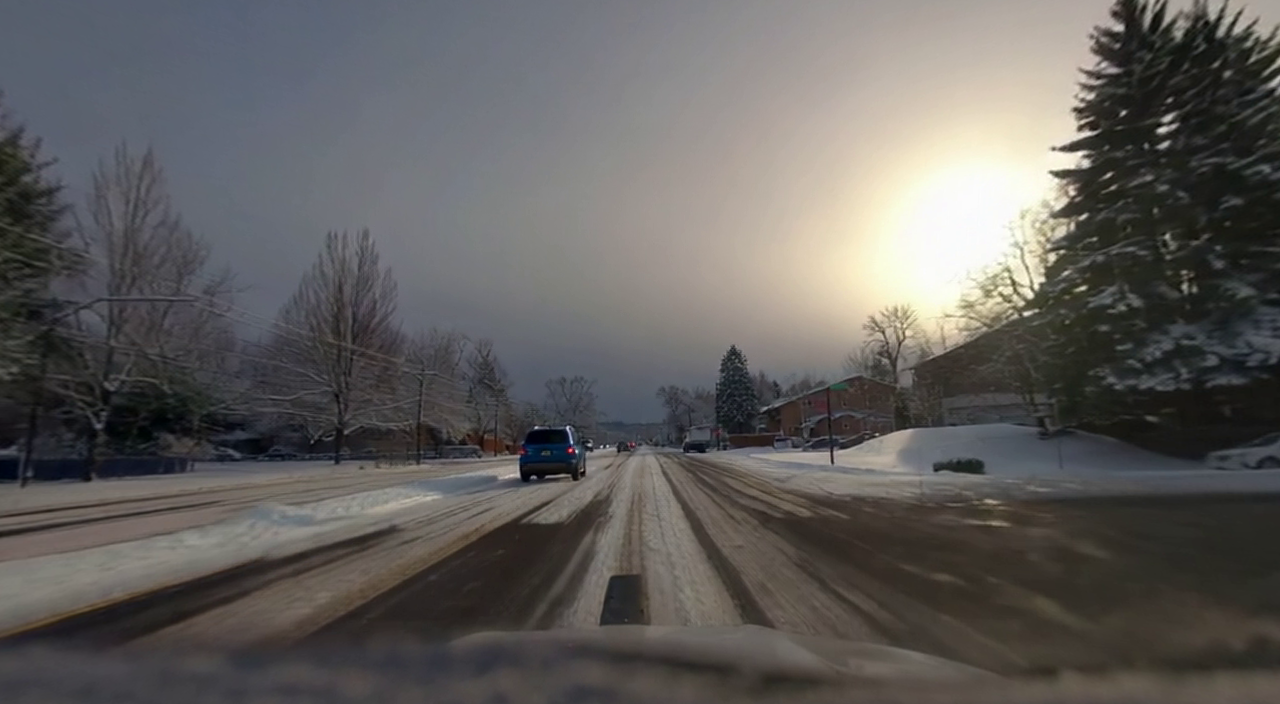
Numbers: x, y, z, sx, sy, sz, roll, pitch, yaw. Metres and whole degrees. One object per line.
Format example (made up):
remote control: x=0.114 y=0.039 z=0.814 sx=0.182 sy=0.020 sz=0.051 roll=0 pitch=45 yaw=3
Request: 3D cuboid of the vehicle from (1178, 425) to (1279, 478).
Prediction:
vehicle: x=22.526 y=3.478 z=22.251 sx=4.802 sy=1.760 sz=2.374 roll=0 pitch=-8 yaw=1

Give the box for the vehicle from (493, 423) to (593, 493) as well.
vehicle: x=-2.775 y=3.186 z=19.323 sx=2.179 sy=1.851 sz=4.756 roll=-1 pitch=-8 yaw=2
